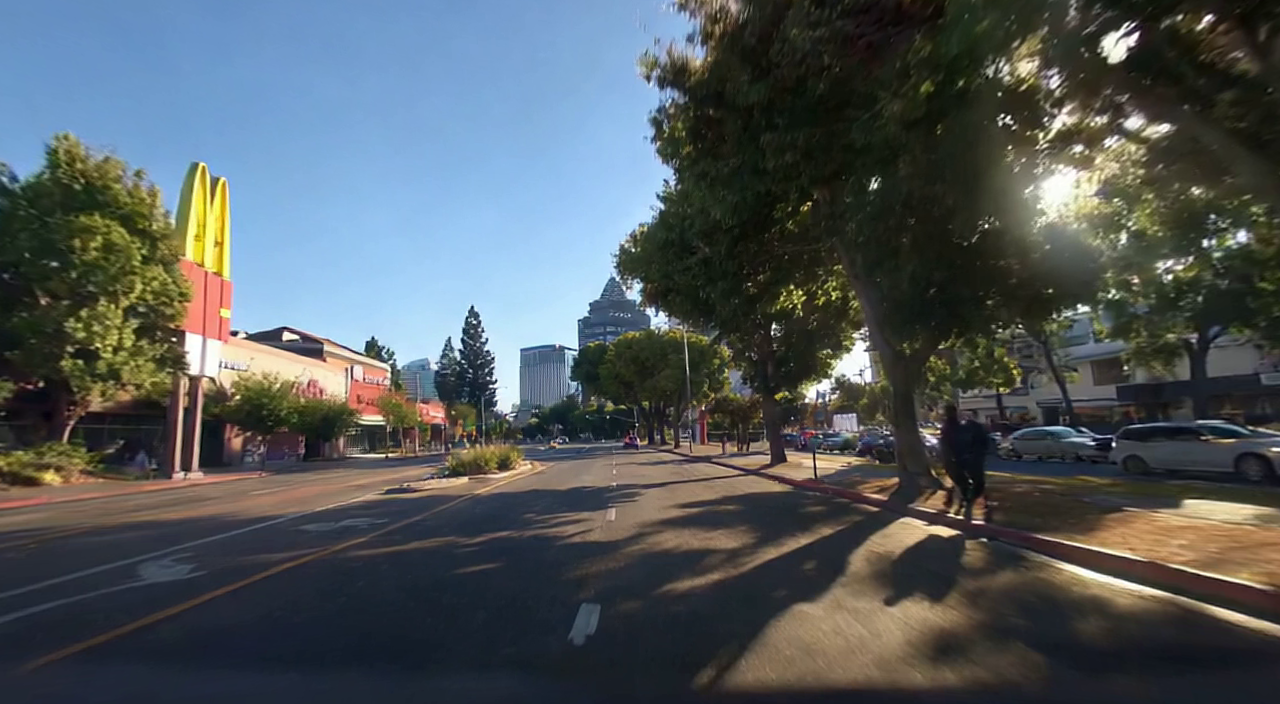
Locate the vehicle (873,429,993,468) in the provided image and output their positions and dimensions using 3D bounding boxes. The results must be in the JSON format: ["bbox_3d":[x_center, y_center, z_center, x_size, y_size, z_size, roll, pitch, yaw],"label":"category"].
[{"bbox_3d":[13.604,4.488,29.513,4.538,1.433,2.023,-3,-7,-4],"label":"vehicle"}]

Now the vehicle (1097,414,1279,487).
[{"bbox_3d":[14.418,2.411,15.634,4.644,1.657,2.072,0,-8,-3],"label":"vehicle"}]

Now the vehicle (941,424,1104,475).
[{"bbox_3d":[14.354,3.669,23.909,4.722,1.483,2.119,-4,-8,-3],"label":"vehicle"}]
